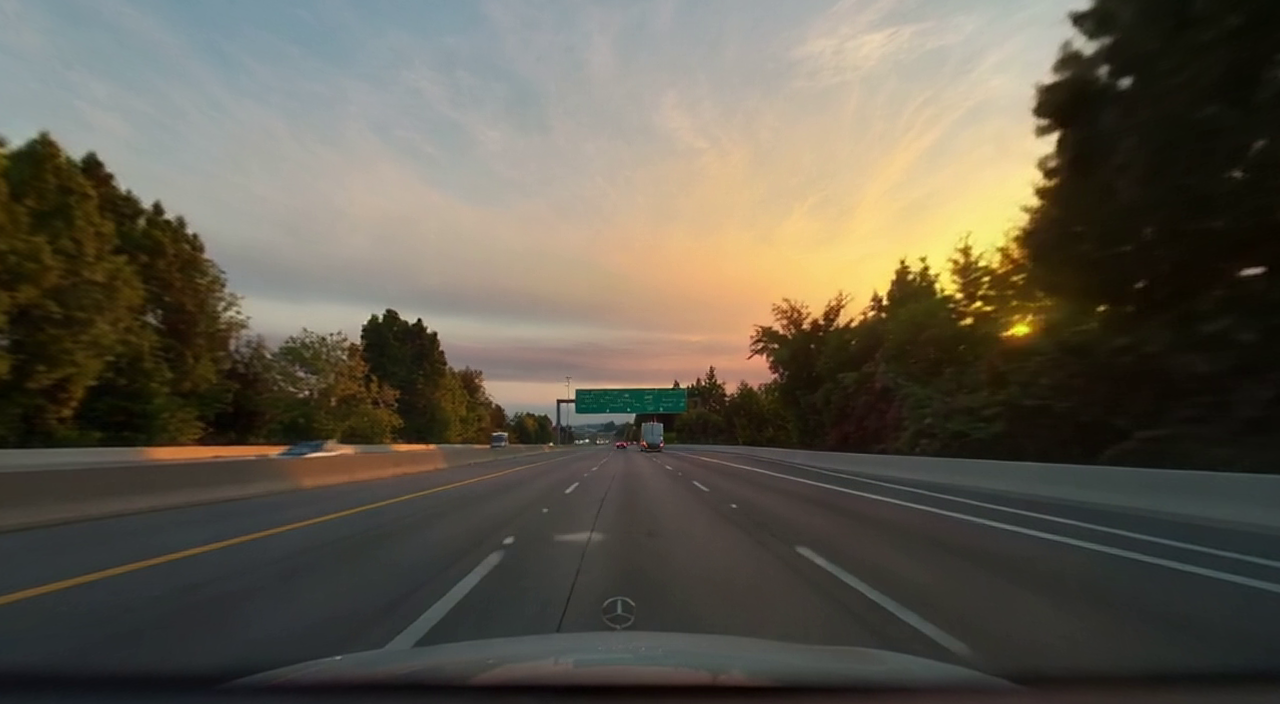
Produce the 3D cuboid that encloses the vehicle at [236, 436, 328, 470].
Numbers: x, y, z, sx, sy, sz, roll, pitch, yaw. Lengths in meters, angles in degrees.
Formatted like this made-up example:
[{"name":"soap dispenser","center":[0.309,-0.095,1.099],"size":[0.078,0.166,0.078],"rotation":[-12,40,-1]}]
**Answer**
[{"name":"vehicle","center":[-17.387,4.919,30.835],"size":[1.890,1.501,4.553],"rotation":[0,-8,-1]}]
